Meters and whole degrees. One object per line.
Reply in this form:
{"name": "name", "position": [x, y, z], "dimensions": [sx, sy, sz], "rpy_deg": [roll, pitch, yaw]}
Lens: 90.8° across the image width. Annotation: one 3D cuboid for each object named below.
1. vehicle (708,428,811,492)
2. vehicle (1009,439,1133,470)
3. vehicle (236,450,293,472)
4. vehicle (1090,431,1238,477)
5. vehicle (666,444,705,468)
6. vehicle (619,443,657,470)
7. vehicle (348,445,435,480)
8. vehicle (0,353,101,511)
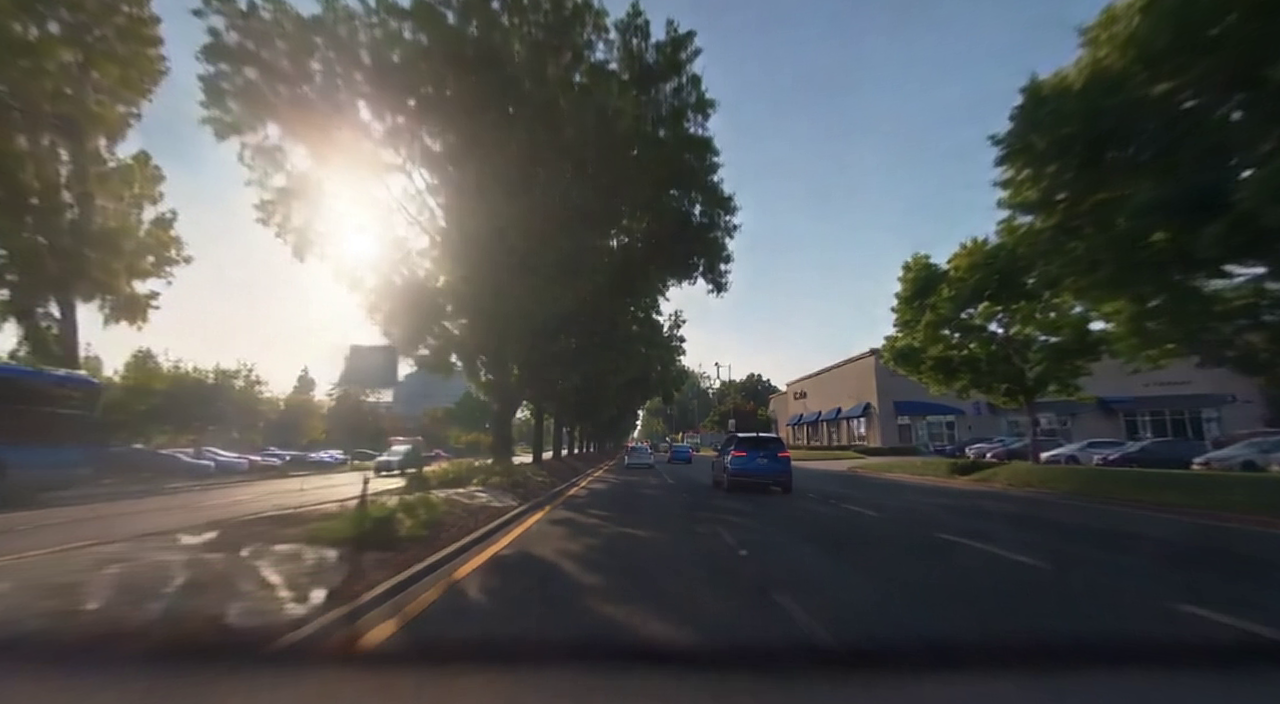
{"name": "vehicle", "position": [3.680, 3.439, 20.465], "dimensions": [2.140, 1.811, 4.593], "rpy_deg": [0, -8, -4]}
{"name": "vehicle", "position": [20.612, 4.887, 30.363], "dimensions": [4.451, 1.400, 2.108], "rpy_deg": [0, -8, -2]}
{"name": "vehicle", "position": [-28.208, 8.198, 47.645], "dimensions": [1.956, 1.476, 3.991], "rpy_deg": [-1, -8, -2]}
{"name": "vehicle", "position": [20.782, 4.022, 25.158], "dimensions": [4.162, 1.546, 2.051], "rpy_deg": [-2, -7, -6]}
{"name": "vehicle", "position": [2.703, 6.295, 38.419], "dimensions": [1.970, 1.402, 3.756], "rpy_deg": [0, -8, -2]}
{"name": "vehicle", "position": [-0.134, 5.854, 35.623], "dimensions": [2.056, 1.440, 3.798], "rpy_deg": [0, -8, -1]}
{"name": "vehicle", "position": [-11.639, 5.200, 30.076], "dimensions": [1.971, 1.481, 5.500], "rpy_deg": [0, -8, 0]}
{"name": "vehicle", "position": [-18.928, 1.405, 11.997], "dimensions": [3.207, 4.202, 16.118], "rpy_deg": [0, -9, 0]}
